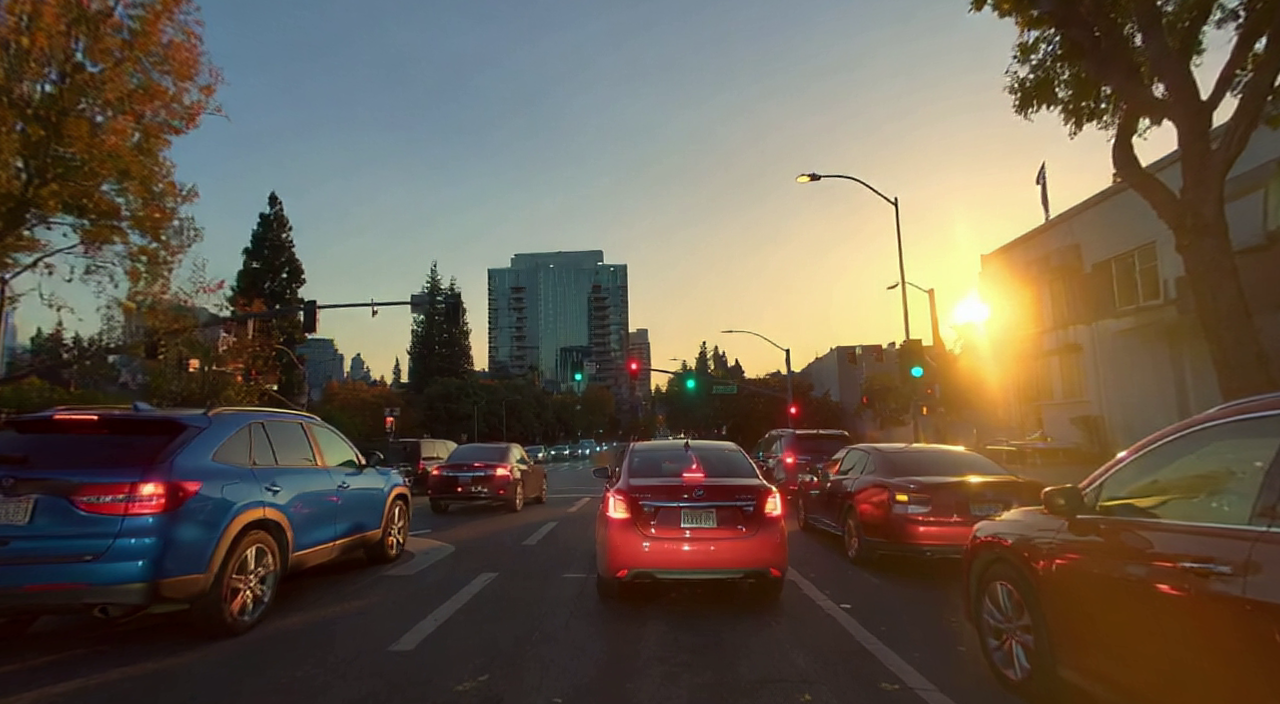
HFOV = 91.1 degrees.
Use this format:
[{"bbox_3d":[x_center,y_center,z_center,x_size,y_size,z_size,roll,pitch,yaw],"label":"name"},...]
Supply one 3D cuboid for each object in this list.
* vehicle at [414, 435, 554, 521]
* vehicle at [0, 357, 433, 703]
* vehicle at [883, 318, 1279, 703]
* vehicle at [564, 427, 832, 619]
[{"bbox_3d":[-3.071,2.566,13.330,1.868,1.516,4.114,0,-8,1],"label":"vehicle"},{"bbox_3d":[-3.466,1.220,5.286,1.889,1.767,4.289,0,-8,1],"label":"vehicle"},{"bbox_3d":[3.030,0.921,3.052,1.880,1.747,4.500,0,-8,0],"label":"vehicle"},{"bbox_3d":[0.442,1.612,6.852,2.051,1.460,3.932,0,-8,0],"label":"vehicle"}]
